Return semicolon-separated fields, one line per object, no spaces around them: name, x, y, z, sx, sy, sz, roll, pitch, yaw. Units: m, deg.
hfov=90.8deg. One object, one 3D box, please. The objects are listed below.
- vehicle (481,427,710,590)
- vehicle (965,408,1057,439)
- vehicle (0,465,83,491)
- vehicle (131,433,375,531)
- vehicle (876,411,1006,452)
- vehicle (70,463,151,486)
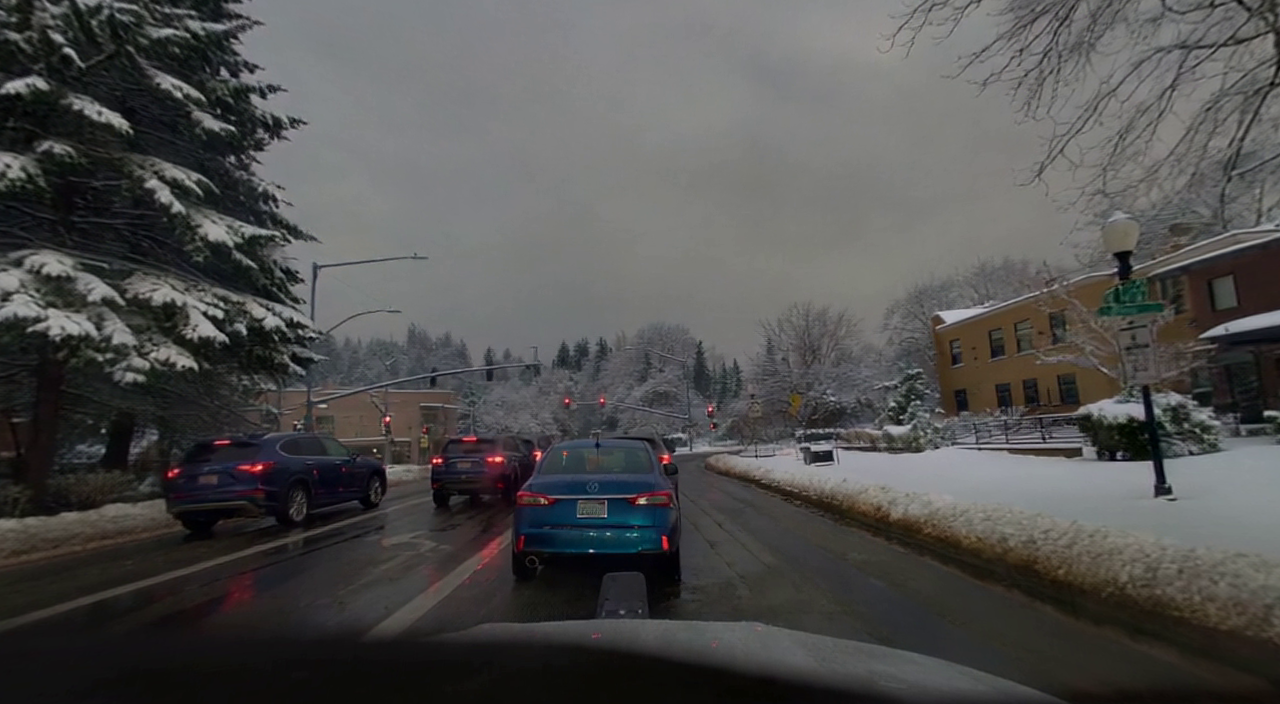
vehicle;-0.410;1.744;7.849;2.104;1.472;3.946;0;-9;0
vehicle;26.583;5.151;45.358;5.333;1.880;2.130;-8;-10;35
vehicle;-36.626;7.602;38.170;4.093;1.440;1.804;0;-9;-1
vehicle;-7.270;2.463;12.560;2.096;1.593;4.288;0;-9;0
vehicle;13.921;3.738;29.438;4.975;1.809;1.956;0;-9;1
vehicle;-36.383;8.414;43.488;3.918;1.423;1.861;0;-9;1
